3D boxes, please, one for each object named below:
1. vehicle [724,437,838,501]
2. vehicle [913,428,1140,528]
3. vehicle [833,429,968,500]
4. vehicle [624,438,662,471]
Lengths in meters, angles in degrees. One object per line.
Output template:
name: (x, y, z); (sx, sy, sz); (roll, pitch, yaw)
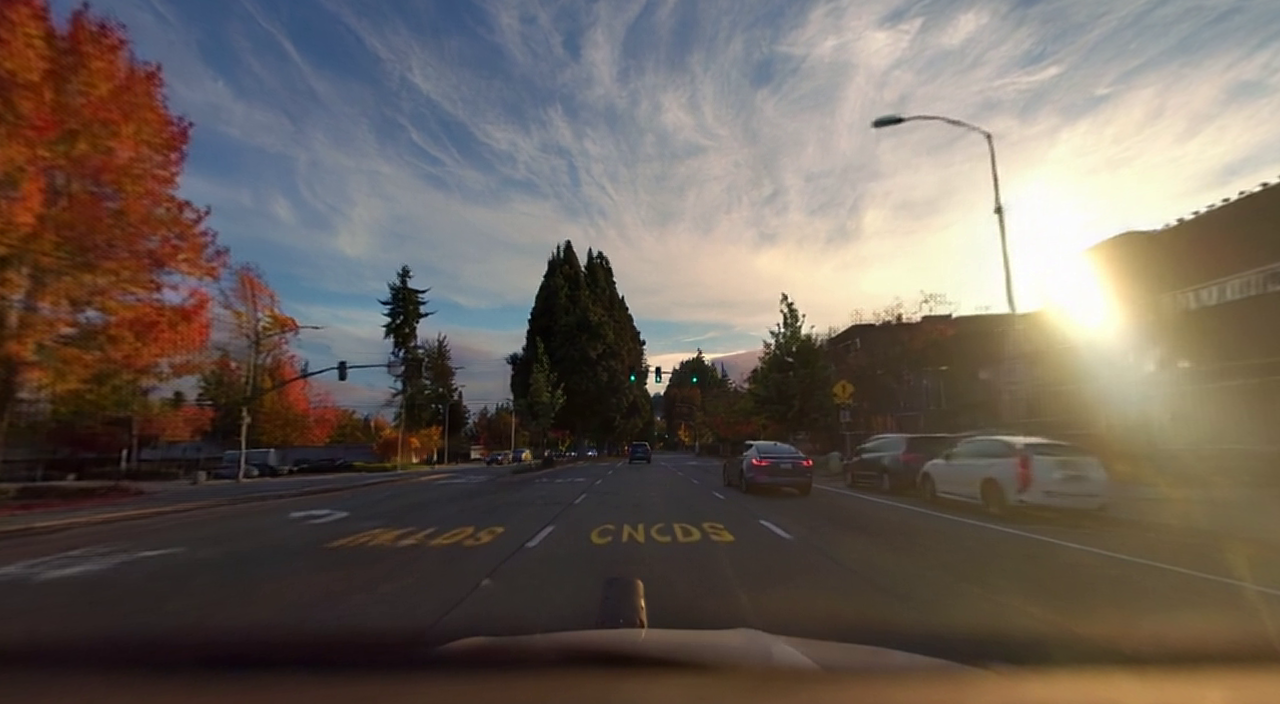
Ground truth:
vehicle: (3.735, 3.191, 17.562); (2.178, 1.546, 4.311); (0, -9, 0)
vehicle: (7.211, 2.382, 12.405); (1.876, 1.598, 4.171); (0, -9, 1)
vehicle: (7.171, 3.138, 17.897); (1.934, 1.723, 4.414); (0, -9, 0)
vehicle: (0.160, 6.363, 39.234); (2.239, 1.856, 4.815); (0, -9, -1)
